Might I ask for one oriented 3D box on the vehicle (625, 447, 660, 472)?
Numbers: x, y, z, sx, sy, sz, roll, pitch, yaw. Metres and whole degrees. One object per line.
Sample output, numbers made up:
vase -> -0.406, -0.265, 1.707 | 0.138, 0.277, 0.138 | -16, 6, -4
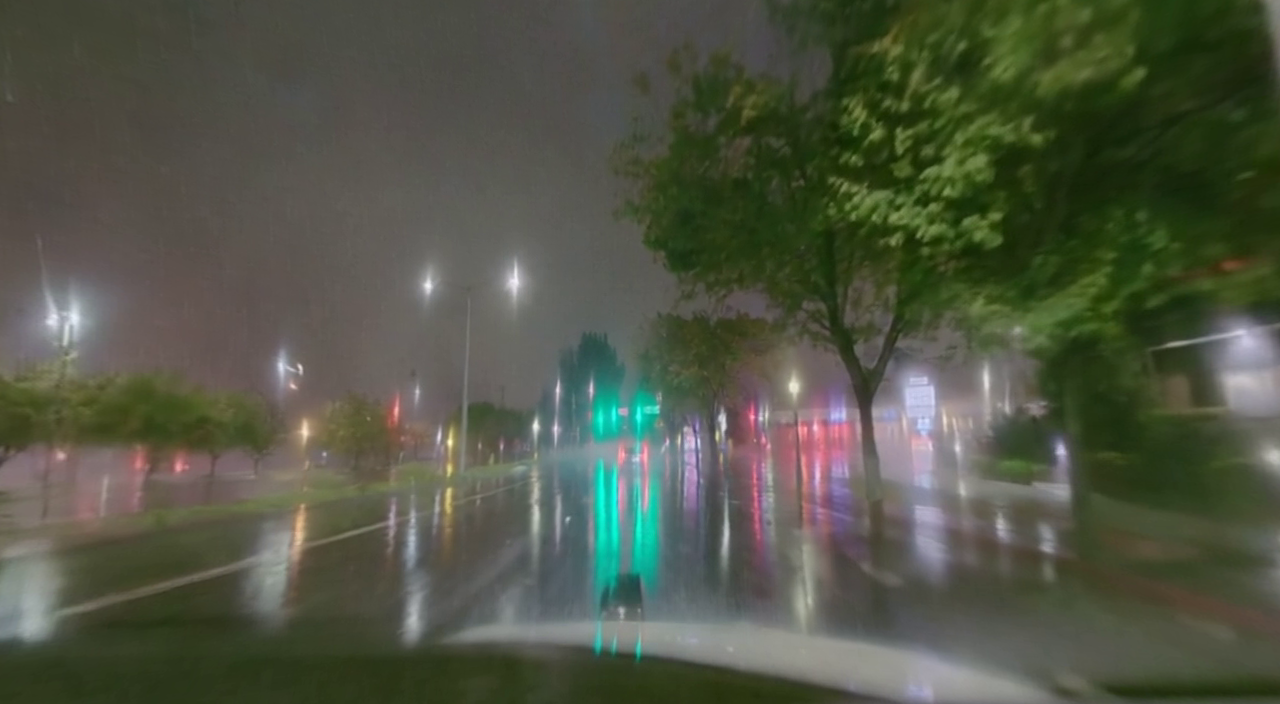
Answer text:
vehicle -> 0.128, 6.805, 40.072 | 2.115, 1.461, 3.976 | -1, -10, -1
